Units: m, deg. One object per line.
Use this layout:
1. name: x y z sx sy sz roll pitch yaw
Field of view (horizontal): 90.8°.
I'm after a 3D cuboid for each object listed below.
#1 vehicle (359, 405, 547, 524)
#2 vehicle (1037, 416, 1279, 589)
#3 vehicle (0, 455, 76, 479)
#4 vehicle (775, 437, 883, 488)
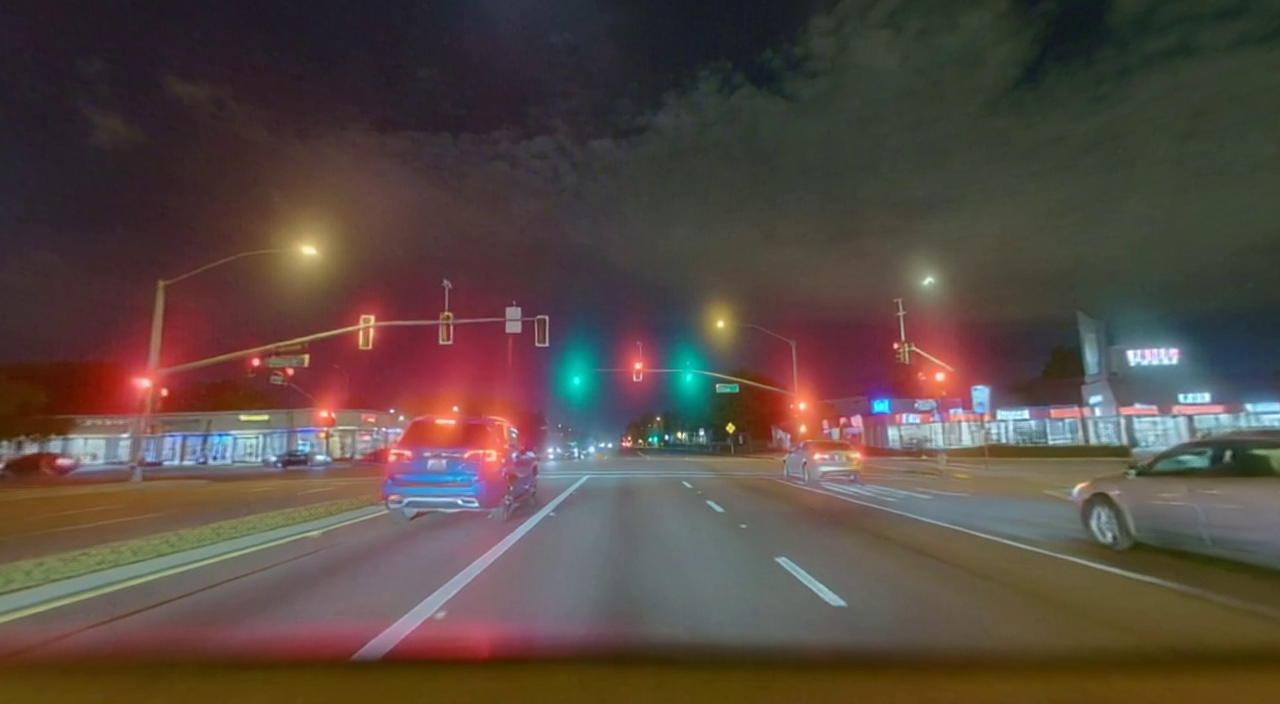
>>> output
1. vehicle: -3.347 2.160 12.644 2.313 1.883 5.016 0 -8 -1
2. vehicle: 6.743 1.479 6.548 2.014 1.539 4.852 0 -8 -1
3. vehicle: -41.316 7.749 42.531 4.733 1.500 1.814 0 -8 -2
4. vehicle: 6.091 3.612 21.031 1.972 1.476 4.775 0 -8 -2
